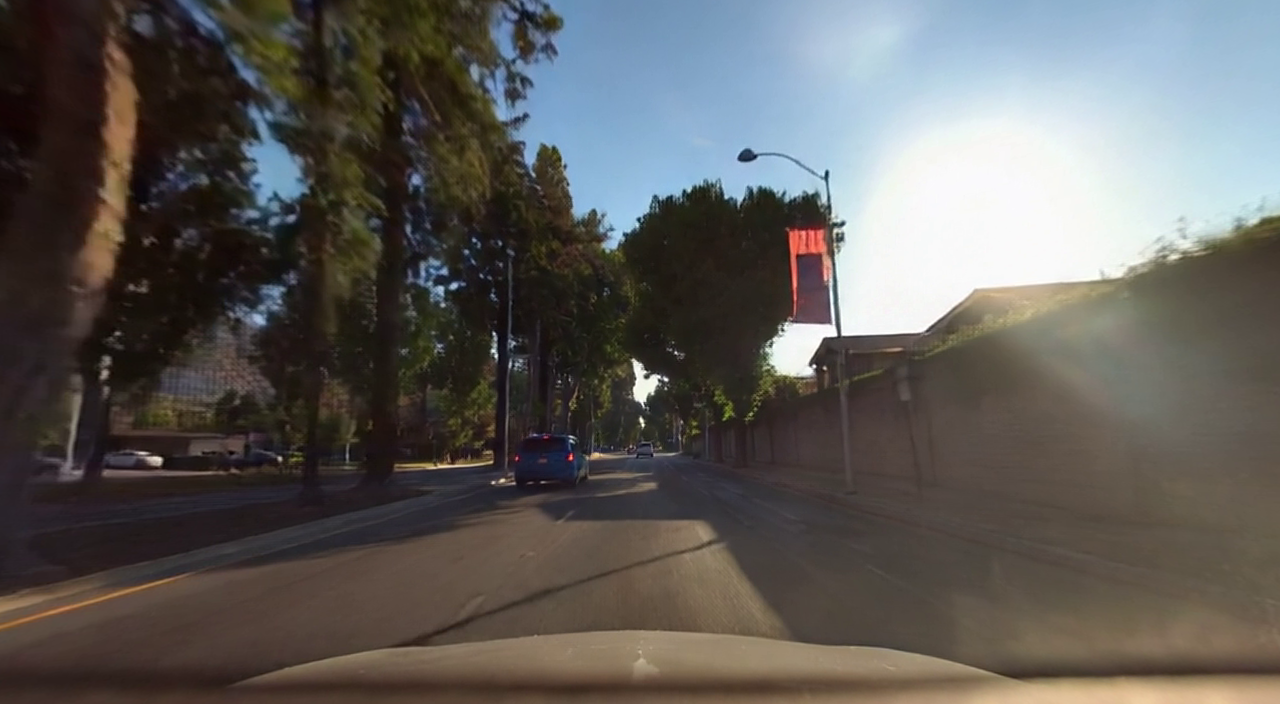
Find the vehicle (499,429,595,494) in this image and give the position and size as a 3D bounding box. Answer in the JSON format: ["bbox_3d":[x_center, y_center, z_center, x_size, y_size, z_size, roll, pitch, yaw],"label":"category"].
[{"bbox_3d":[-2.853,3.532,20.541,2.281,1.837,4.845,0,-9,1],"label":"vehicle"}]
